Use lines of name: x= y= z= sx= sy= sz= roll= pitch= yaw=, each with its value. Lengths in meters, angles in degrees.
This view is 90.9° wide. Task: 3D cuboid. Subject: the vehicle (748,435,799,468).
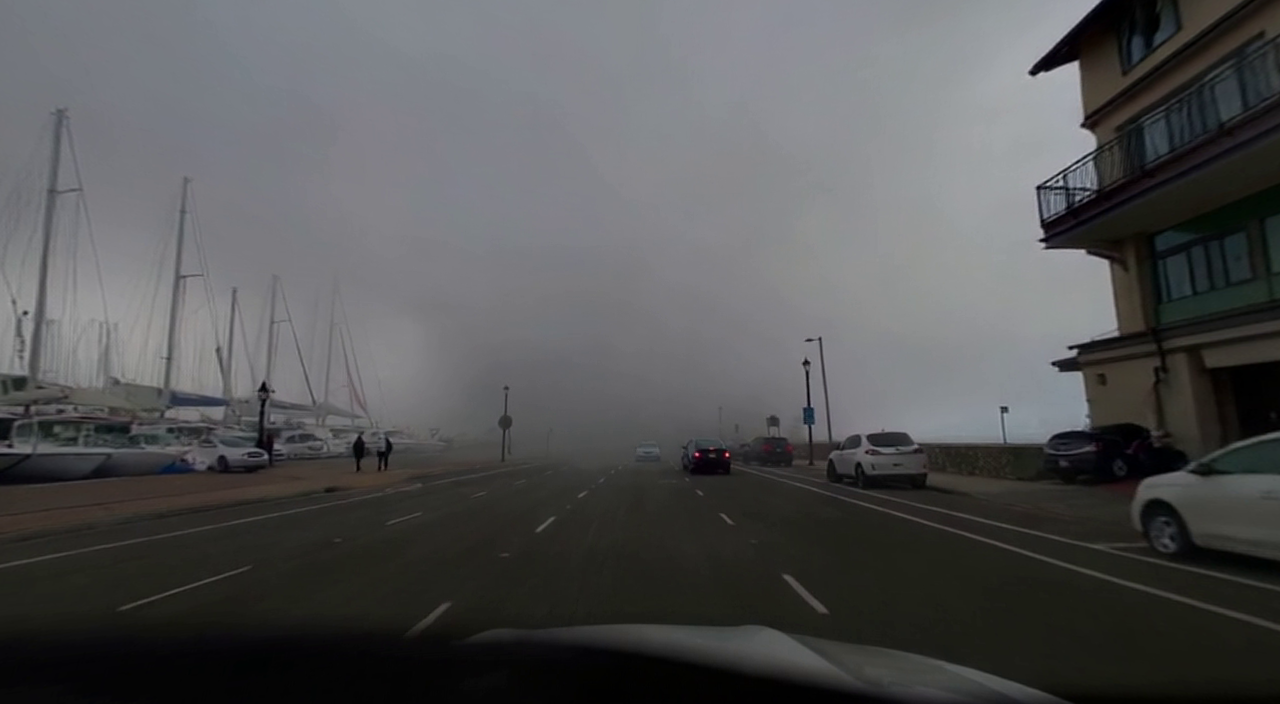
vehicle: x=7.937 y=5.958 z=37.921 sx=1.969 sy=1.852 sz=4.514 roll=0 pitch=-8 yaw=-1

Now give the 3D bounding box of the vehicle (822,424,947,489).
vehicle: x=7.899 y=3.437 z=21.047 sx=2.056 sy=1.896 sz=5.062 roll=0 pitch=-8 yaw=-1

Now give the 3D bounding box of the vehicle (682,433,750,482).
vehicle: x=2.710 y=3.872 z=23.448 sx=2.047 sy=1.640 sz=4.051 roll=0 pitch=-8 yaw=0

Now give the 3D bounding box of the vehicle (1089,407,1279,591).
vehicle: x=7.158 y=1.413 z=6.113 sx=2.029 sy=1.750 sz=4.825 roll=0 pitch=-8 yaw=1

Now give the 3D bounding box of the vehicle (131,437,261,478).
vehicle: x=-18.041 y=4.306 z=25.955 sx=1.840 sy=1.522 sz=4.695 roll=-1 pitch=-8 yaw=2

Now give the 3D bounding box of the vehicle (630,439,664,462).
vehicle: x=0.504 y=6.871 z=43.876 sx=2.284 sy=1.496 sz=3.949 roll=-1 pitch=-8 yaw=1
